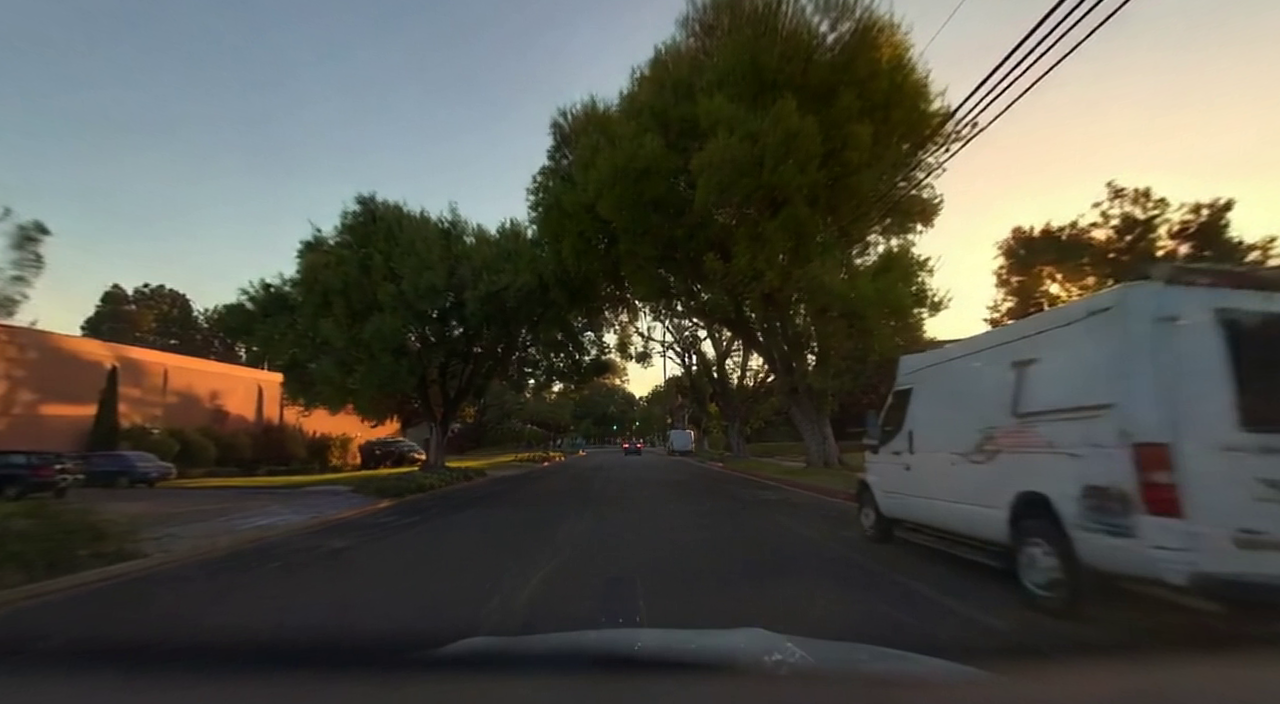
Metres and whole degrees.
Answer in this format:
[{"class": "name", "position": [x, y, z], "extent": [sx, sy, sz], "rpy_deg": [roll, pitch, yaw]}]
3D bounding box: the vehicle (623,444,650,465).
[{"class": "vehicle", "position": [-0.309, 8.039, 49.785], "extent": [2.062, 1.509, 4.305], "rpy_deg": [0, -8, -1]}]

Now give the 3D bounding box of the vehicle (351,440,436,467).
[{"class": "vehicle", "position": [-18.138, 7.455, 46.456], "extent": [6.250, 1.898, 2.298], "rpy_deg": [-5, -10, 29]}]

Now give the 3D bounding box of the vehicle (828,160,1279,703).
[{"class": "vehicle", "position": [4.040, 0.808, 6.062], "extent": [2.384, 2.791, 5.899], "rpy_deg": [0, -8, -2]}]
